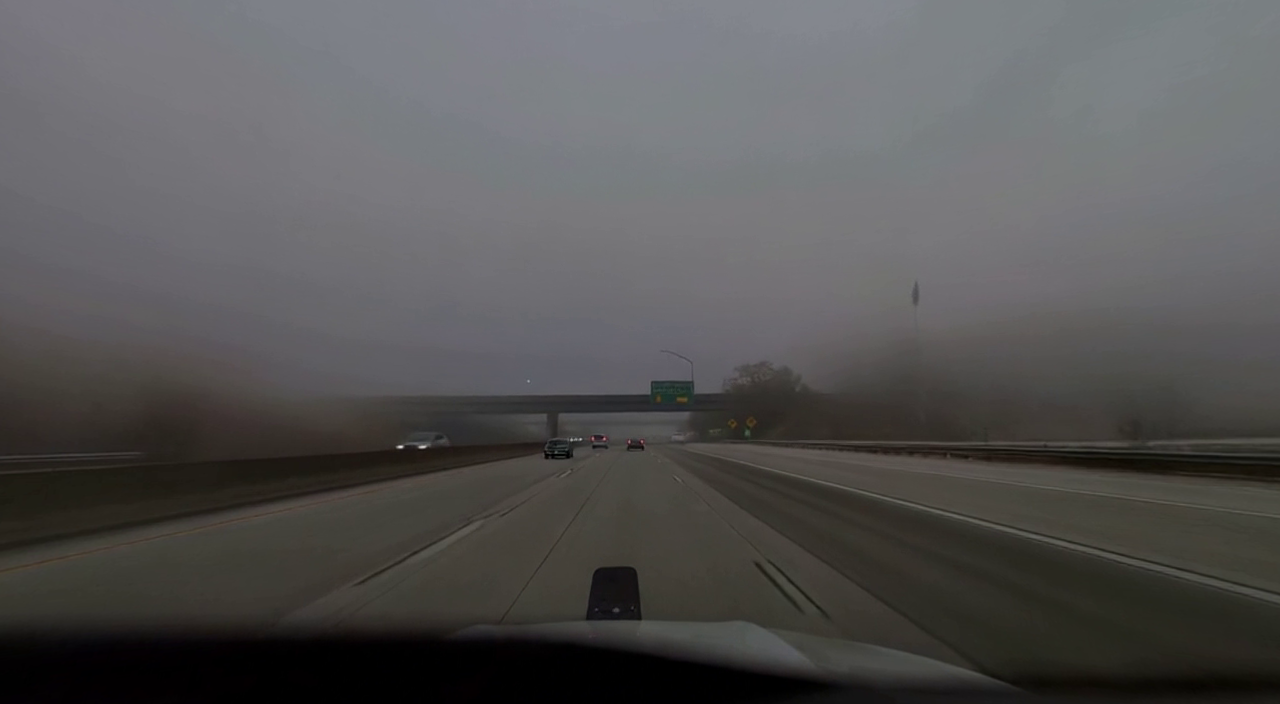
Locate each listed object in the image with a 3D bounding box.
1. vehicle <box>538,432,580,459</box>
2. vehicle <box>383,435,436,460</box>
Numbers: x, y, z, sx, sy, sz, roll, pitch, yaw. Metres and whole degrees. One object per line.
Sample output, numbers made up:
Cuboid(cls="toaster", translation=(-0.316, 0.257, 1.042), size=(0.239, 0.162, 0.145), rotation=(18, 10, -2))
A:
Cuboid(cls="vehicle", translation=(-4.696, 5.484, 37.108), size=(1.933, 1.473, 4.023), rotation=(0, -8, 0))
Cuboid(cls="vehicle", translation=(-13.758, 5.706, 37.785), size=(1.769, 1.427, 3.692), rotation=(0, -8, 0))
